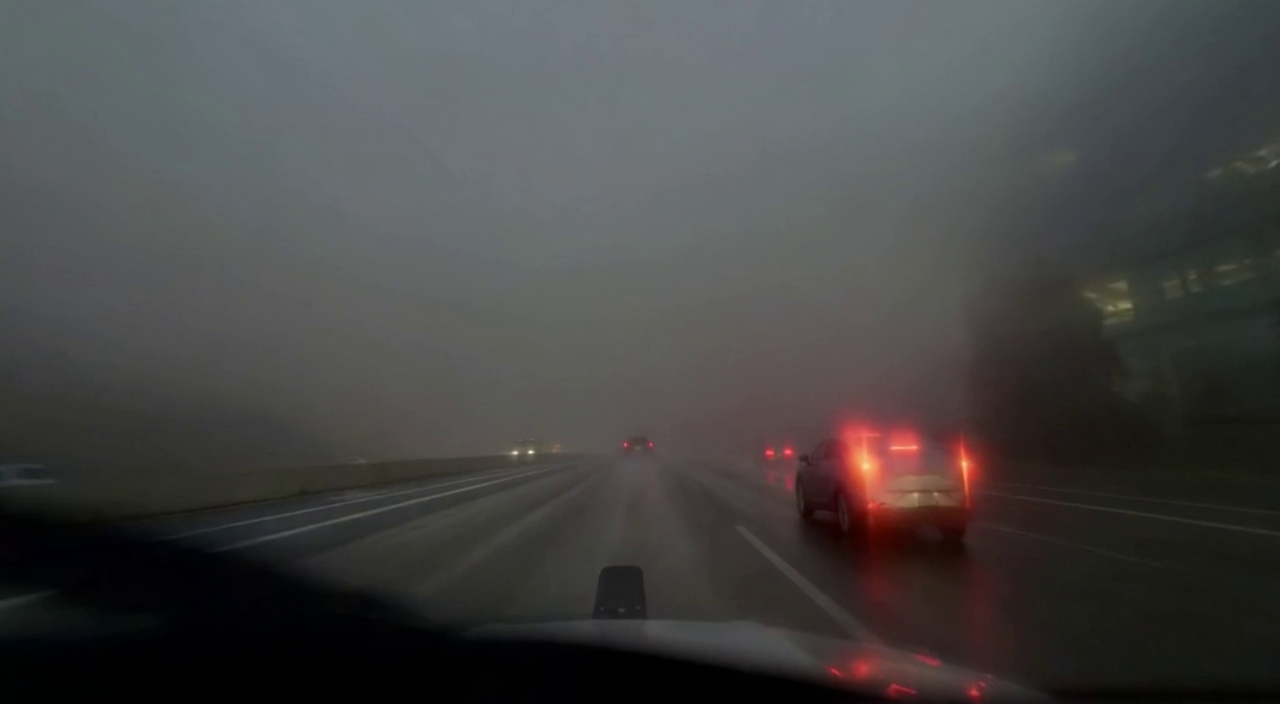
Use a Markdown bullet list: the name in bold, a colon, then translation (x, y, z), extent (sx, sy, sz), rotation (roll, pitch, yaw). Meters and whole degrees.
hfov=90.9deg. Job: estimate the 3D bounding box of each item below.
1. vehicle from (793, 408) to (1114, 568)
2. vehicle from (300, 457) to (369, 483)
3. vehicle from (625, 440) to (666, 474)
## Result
- **vehicle**: translation (3.786, 1.780, 8.969), extent (2.008, 1.595, 5.082), rotation (0, -9, 1)
- **vehicle**: translation (-19.171, 7.404, 39.803), extent (1.889, 1.486, 4.749), rotation (0, -9, 1)
- **vehicle**: translation (0.249, 5.464, 32.945), extent (2.015, 1.639, 4.086), rotation (0, -9, 0)
